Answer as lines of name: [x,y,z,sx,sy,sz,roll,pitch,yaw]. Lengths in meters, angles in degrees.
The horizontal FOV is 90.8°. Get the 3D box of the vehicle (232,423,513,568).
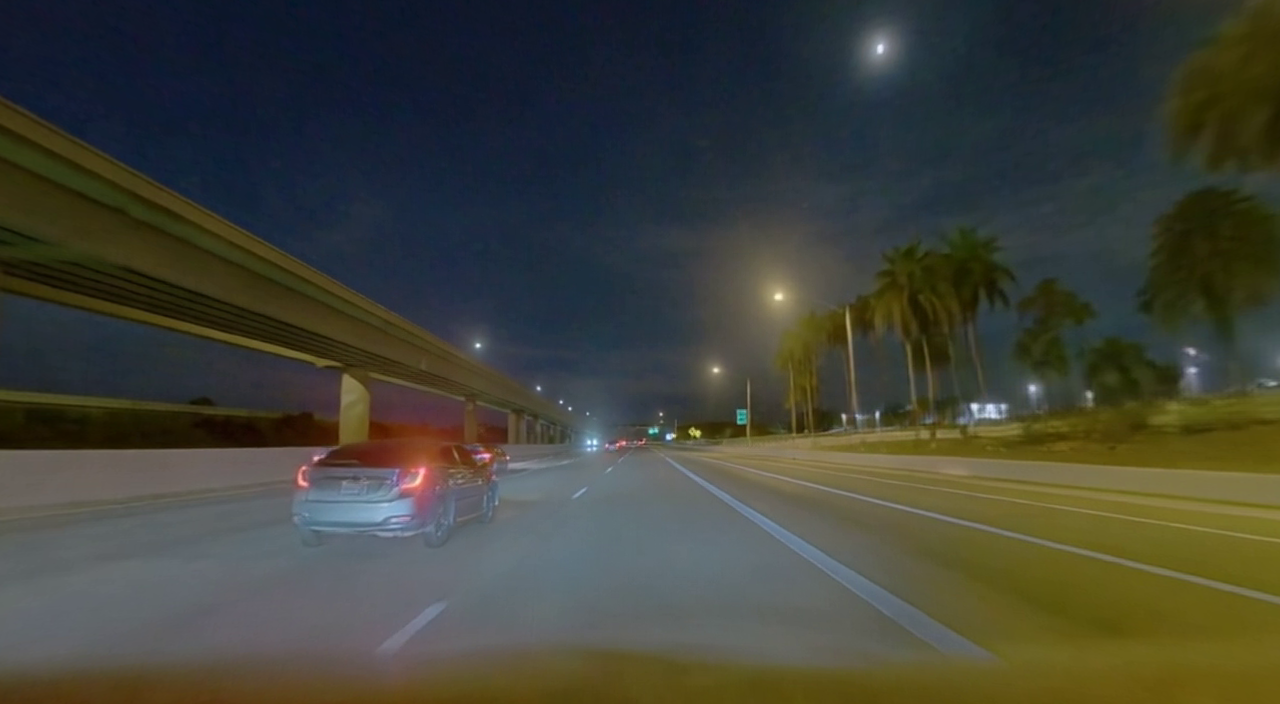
vehicle: [-3.298,1.861,9.066,1.978,1.499,4.695,0,-8,0]
